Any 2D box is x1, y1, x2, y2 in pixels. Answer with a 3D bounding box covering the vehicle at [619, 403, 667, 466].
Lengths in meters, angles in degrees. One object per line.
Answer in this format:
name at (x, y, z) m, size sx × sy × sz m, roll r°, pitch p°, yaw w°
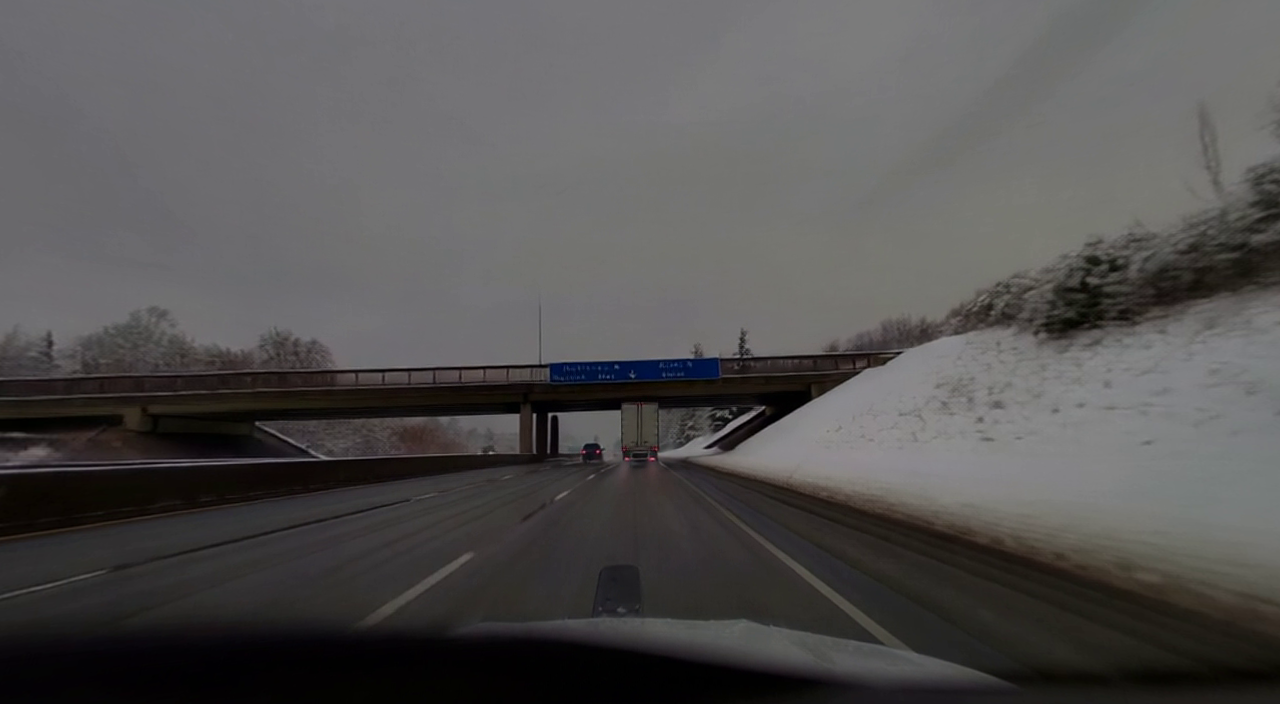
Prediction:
vehicle at (0.167, 6.201, 46.438) m, size 3.033 × 3.985 × 12.383 m, roll 0°, pitch -9°, yaw 0°
